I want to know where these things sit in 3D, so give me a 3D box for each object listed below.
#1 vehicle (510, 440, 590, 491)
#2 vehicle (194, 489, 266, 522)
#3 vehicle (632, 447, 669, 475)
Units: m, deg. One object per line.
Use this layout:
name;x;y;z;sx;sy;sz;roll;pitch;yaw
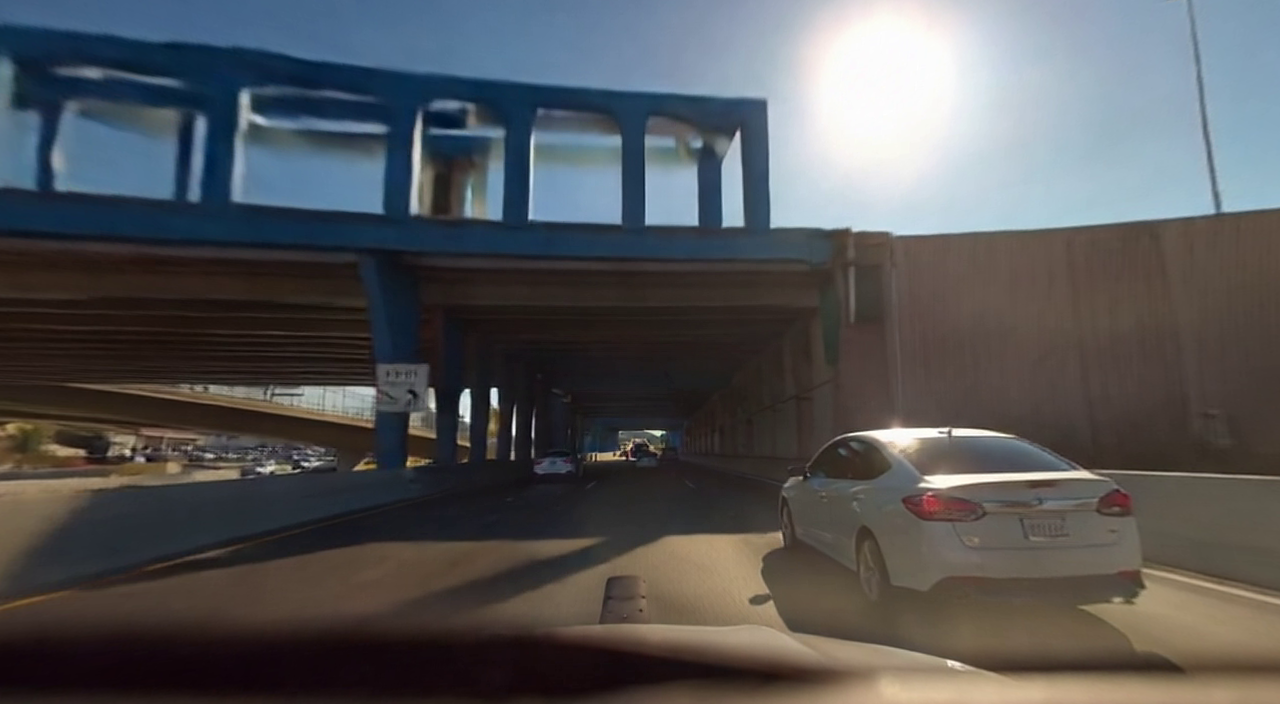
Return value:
vehicle;-3.001;3.905;22.037;2.064;1.589;4.213;0;-8;1
vehicle;-32.005;11.972;49.475;2.018;2.023;5.545;-1;-8;-2
vehicle;0.538;5.911;34.400;1.877;1.386;3.872;0;-8;0
